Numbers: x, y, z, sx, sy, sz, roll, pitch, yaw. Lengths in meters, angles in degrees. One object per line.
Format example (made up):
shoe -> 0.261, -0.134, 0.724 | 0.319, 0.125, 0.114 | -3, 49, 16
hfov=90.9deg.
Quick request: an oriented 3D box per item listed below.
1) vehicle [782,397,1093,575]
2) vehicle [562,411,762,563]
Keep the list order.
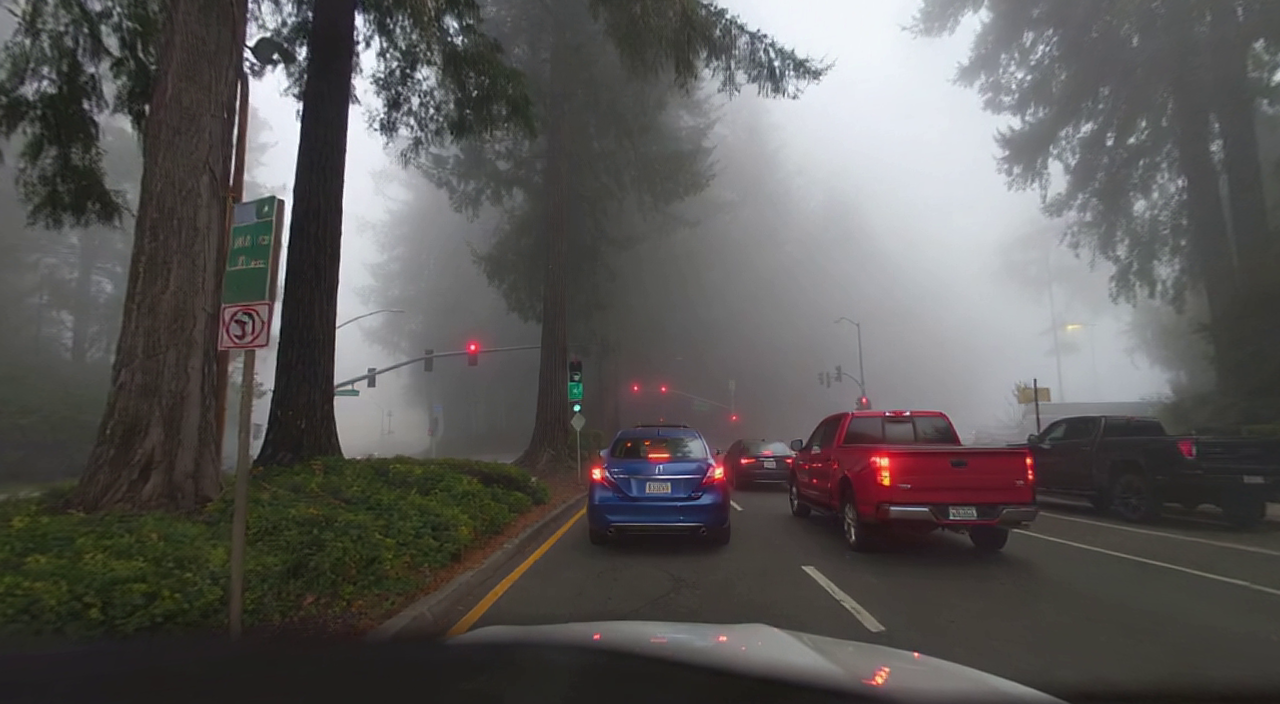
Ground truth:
vehicle -> 3.391, 1.631, 8.377 | 2.099, 1.725, 4.290 | 0, -8, 1
vehicle -> 0.245, 1.775, 8.964 | 2.168, 1.641, 4.039 | 0, -8, 0
